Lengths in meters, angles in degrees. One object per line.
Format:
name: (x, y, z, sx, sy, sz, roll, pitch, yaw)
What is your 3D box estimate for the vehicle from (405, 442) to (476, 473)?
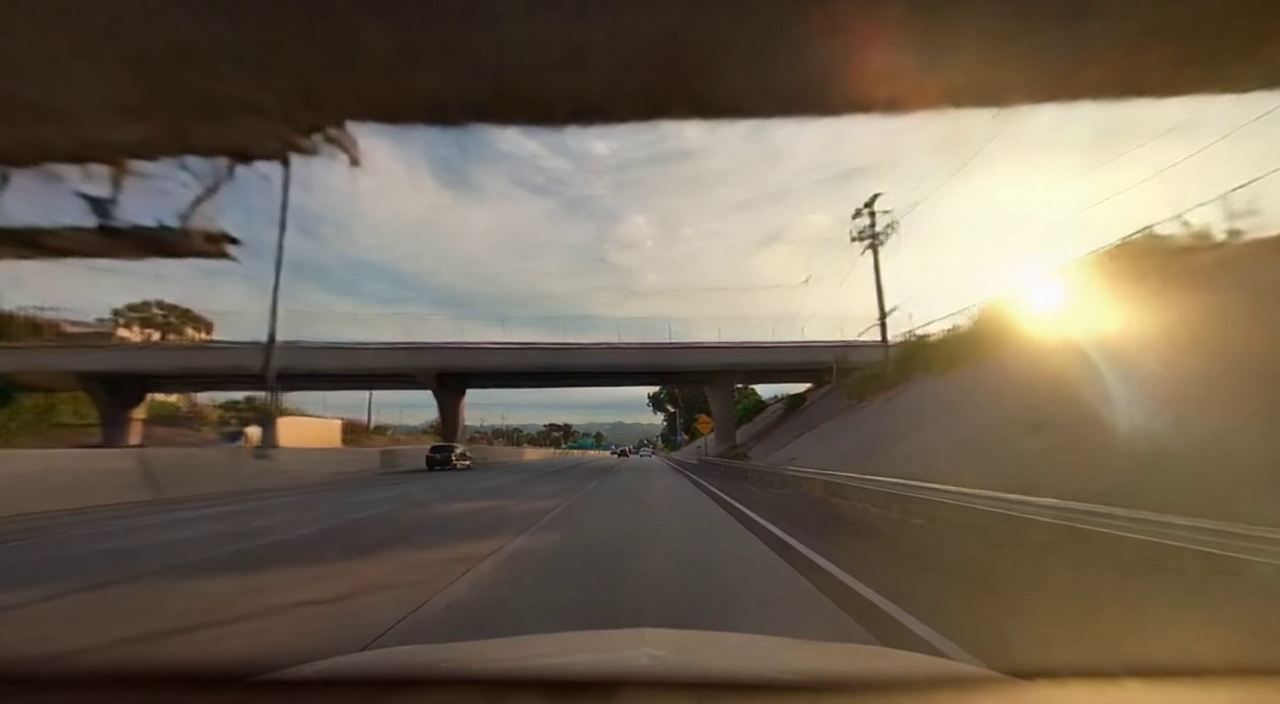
vehicle: (-10.076, 5.362, 32.256, 2.056, 1.476, 4.562, 0, -8, 1)

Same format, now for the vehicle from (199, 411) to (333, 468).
vehicle: (-26.991, 6.489, 46.501, 2.930, 3.623, 11.033, 0, -8, 1)
